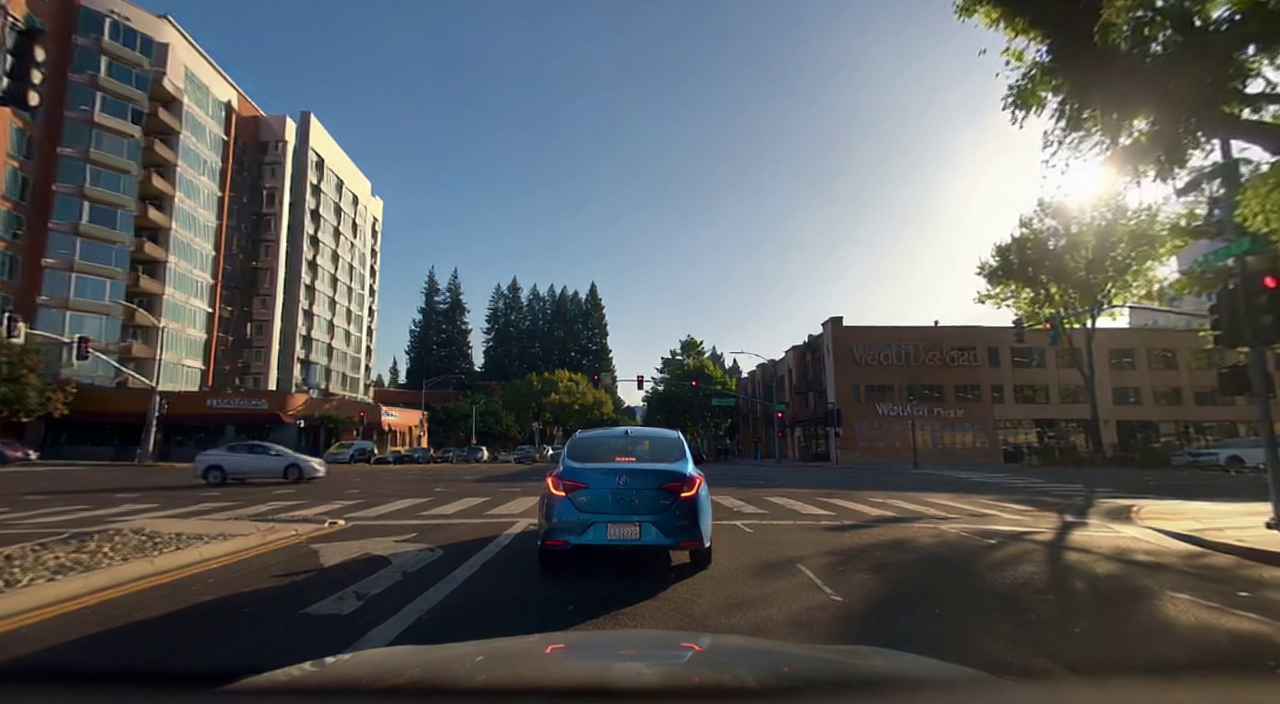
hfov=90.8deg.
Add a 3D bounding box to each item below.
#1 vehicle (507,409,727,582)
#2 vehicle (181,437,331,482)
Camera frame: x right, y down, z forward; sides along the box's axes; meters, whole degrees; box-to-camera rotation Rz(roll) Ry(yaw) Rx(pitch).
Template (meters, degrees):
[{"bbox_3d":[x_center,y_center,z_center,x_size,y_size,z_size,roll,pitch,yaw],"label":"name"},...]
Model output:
[{"bbox_3d":[-0.244,1.646,7.997,2.066,1.618,3.922,0,-9,-1],"label":"vehicle"},{"bbox_3d":[-15.941,4.474,26.432,4.912,1.731,2.022,0,-9,-1],"label":"vehicle"}]
